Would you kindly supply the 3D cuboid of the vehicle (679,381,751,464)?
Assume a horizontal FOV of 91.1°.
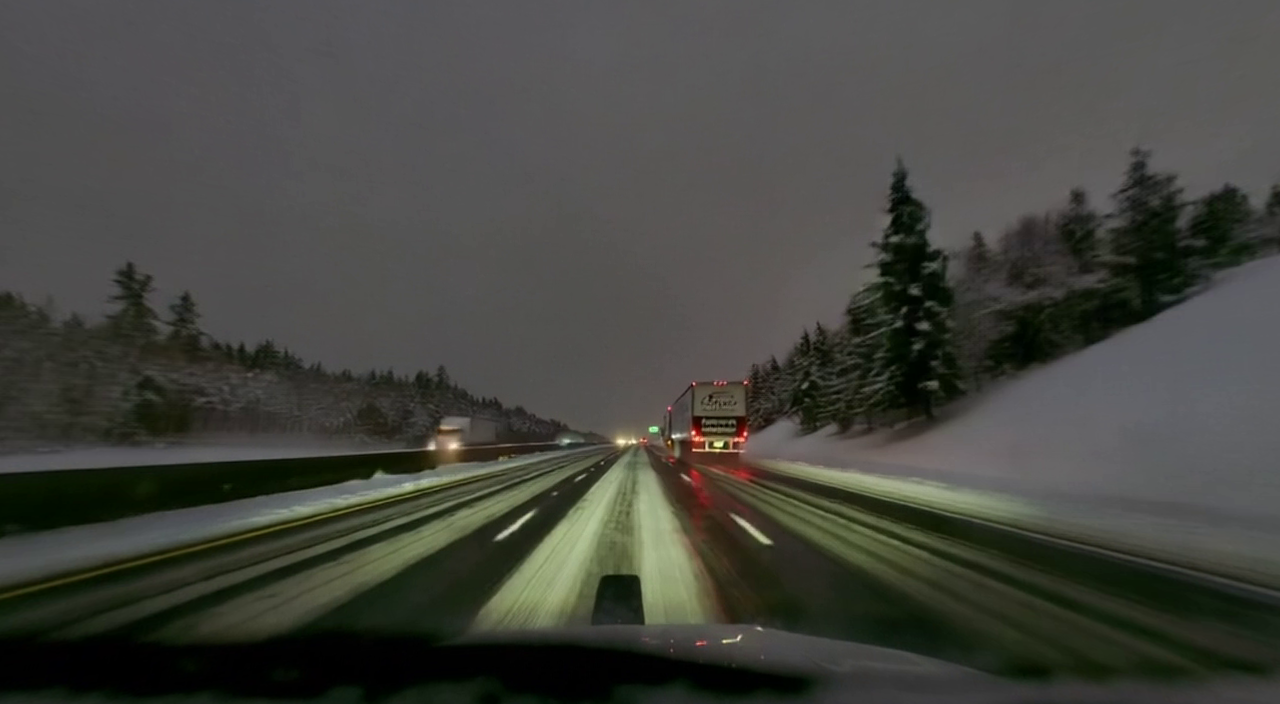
[{"bbox_3d":[3.856,3.991,34.512,2.840,3.947,8.920,0,-8,0],"label":"vehicle"}]
